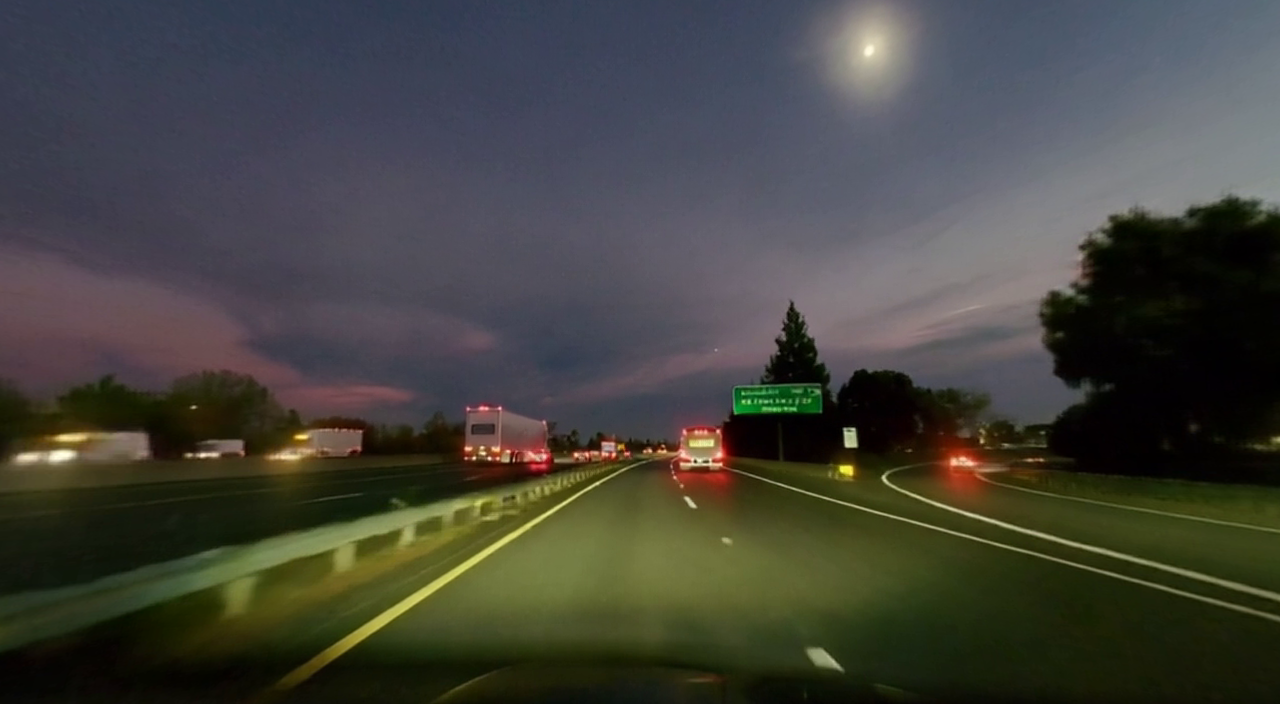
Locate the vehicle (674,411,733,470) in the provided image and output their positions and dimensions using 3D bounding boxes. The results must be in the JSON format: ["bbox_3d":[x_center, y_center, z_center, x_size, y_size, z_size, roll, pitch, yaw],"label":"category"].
[{"bbox_3d":[4.299,6.552,45.827,2.928,3.595,13.975,0,-9,0],"label":"vehicle"}]

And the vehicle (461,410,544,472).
[{"bbox_3d":[-10.185,6.976,48.774,2.891,4.062,14.230,-1,-9,1],"label":"vehicle"}]

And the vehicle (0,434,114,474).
[{"bbox_3d":[-27.280,4.698,29.037,2.024,1.689,4.613,-1,-9,2],"label":"vehicle"}]
